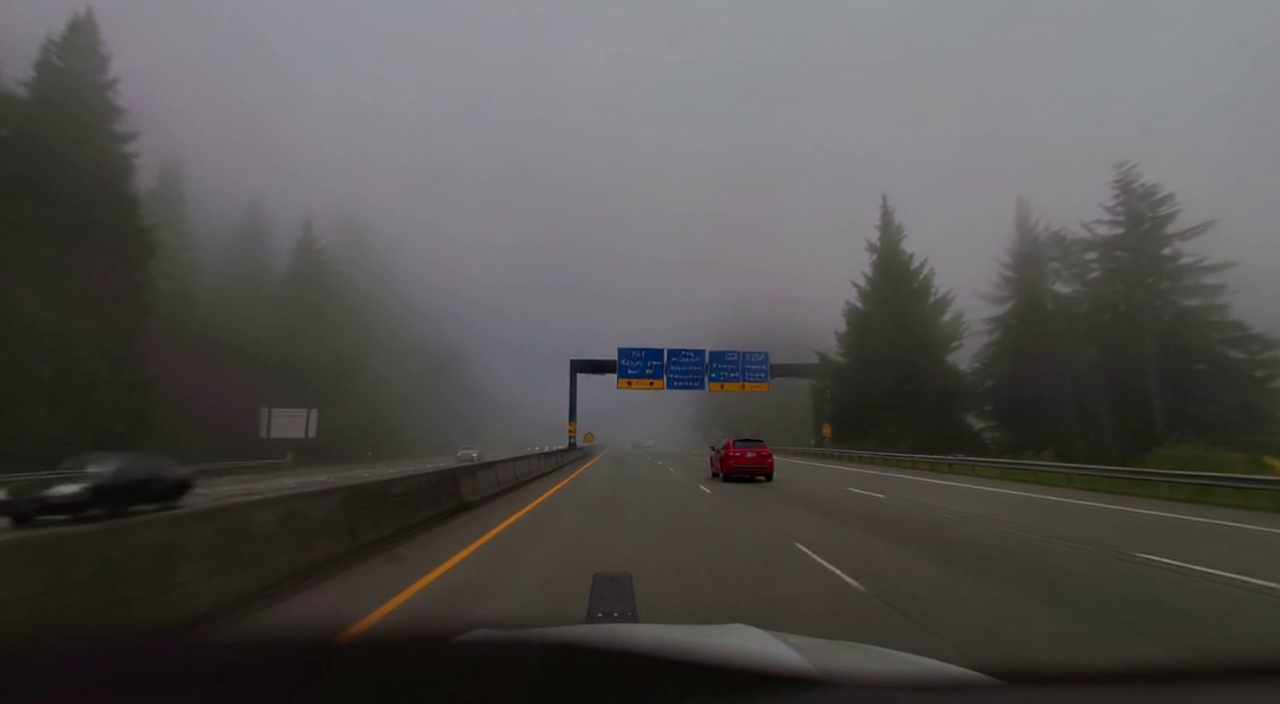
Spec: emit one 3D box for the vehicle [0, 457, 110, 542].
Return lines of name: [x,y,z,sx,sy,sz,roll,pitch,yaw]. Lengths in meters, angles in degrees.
vehicle: [-12.865,2.811,11.904,1.951,1.474,4.413,0,-8,-2]

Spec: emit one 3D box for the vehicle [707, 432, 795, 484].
vehicle: [3.494,3.429,20.744,1.958,1.526,4.227,0,-8,-2]
